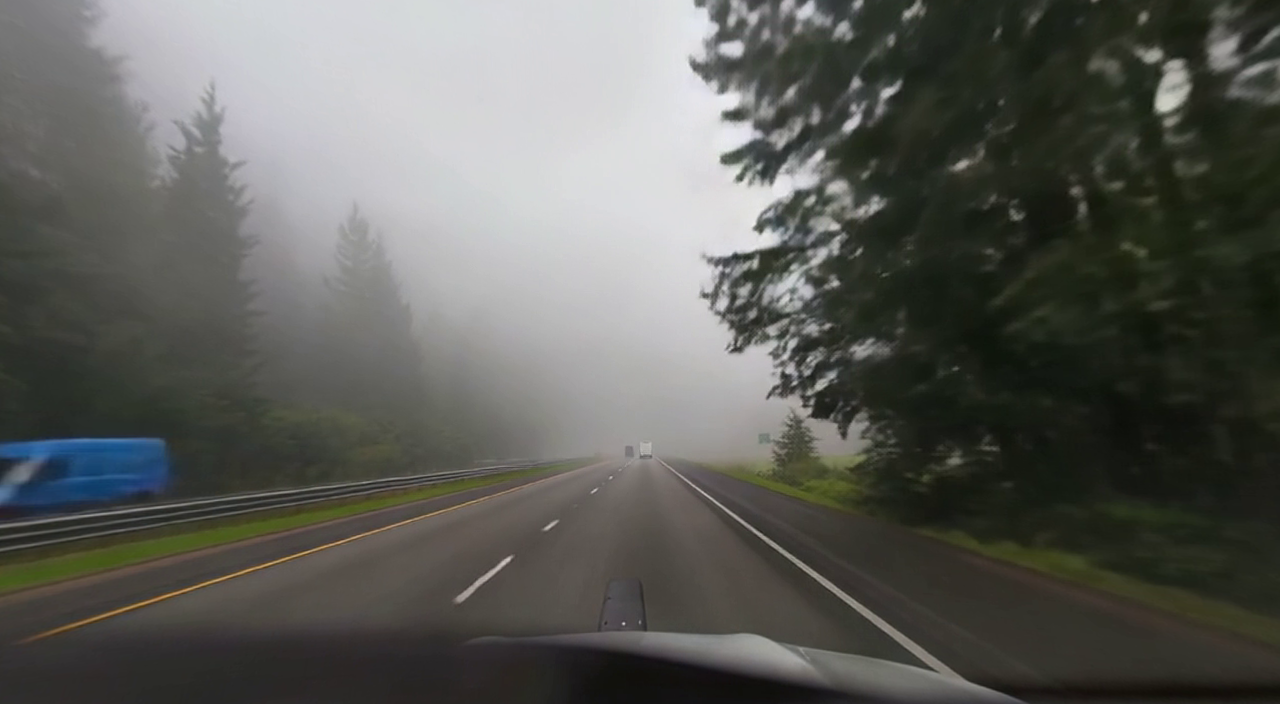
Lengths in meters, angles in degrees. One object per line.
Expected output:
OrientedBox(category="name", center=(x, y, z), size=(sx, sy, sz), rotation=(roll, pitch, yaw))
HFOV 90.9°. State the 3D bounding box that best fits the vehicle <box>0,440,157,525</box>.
OrientedBox(category="vehicle", center=(-15.514, 3.268, 16.257), size=(2.140, 1.899, 4.803), rotation=(0, -9, 2))
